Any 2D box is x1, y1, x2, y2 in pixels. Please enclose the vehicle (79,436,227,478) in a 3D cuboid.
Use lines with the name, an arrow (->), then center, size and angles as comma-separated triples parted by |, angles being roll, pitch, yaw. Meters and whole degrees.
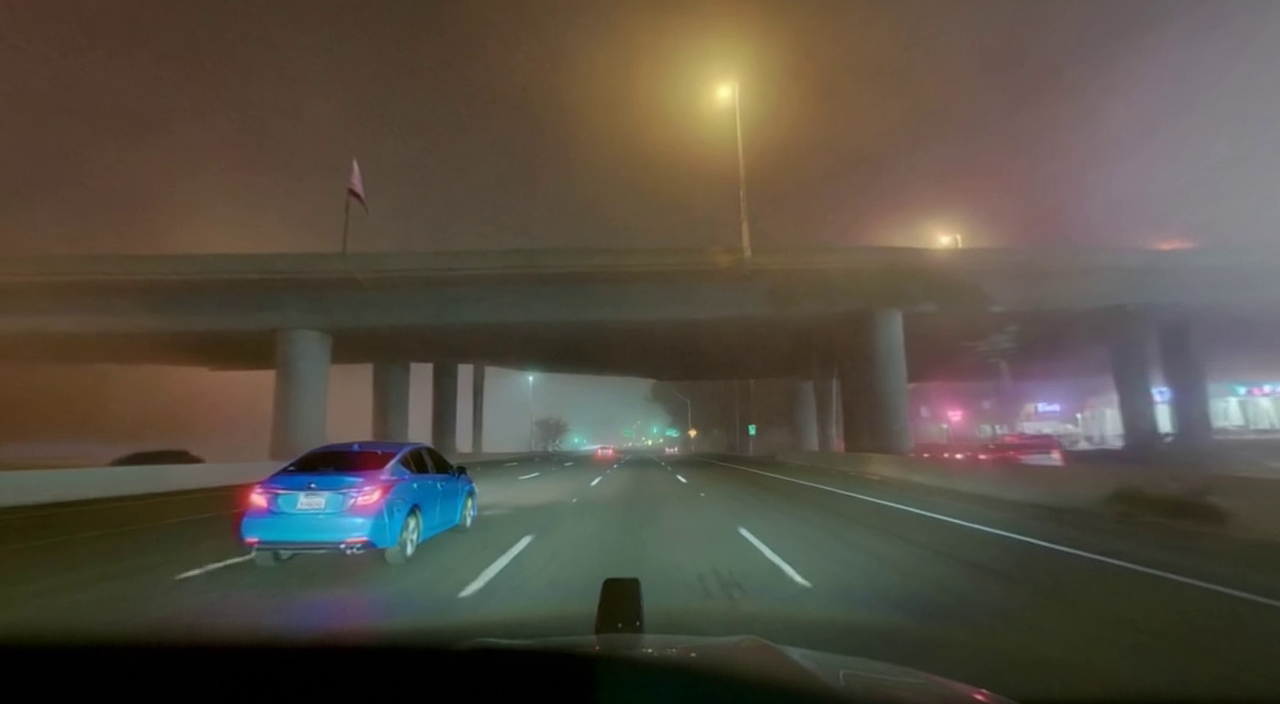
vehicle -> -19.577, 4.237, 25.730 | 2.300, 1.517, 4.605 | 0, -8, 1

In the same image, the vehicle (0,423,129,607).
vehicle -> -6.374, 1.242, 4.419 | 1.990, 1.529, 4.288 | 0, -8, 0
